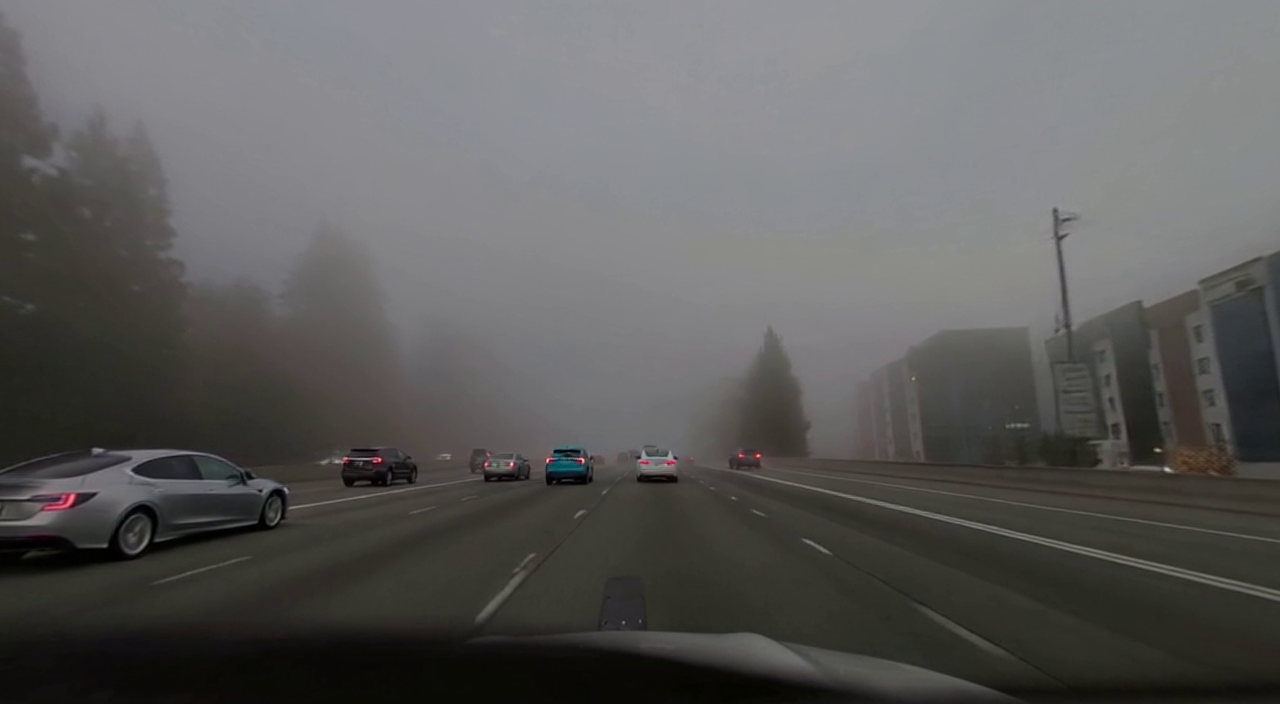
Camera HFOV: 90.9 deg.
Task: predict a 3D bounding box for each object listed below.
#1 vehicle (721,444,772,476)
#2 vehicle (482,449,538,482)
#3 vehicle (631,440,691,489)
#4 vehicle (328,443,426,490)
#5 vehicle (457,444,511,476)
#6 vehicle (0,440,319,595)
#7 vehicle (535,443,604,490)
[{"bbox_3d":[6.306,6.445,37.881,2.071,1.754,4.484,0,-8,-3],"label":"vehicle"},{"bbox_3d":[-6.416,5.624,31.597,1.886,1.455,4.148,0,-8,1],"label":"vehicle"},{"bbox_3d":[0.767,4.266,24.343,2.114,1.715,4.136,0,-8,0],"label":"vehicle"},{"bbox_3d":[-10.366,4.504,25.225,1.947,1.683,4.331,0,-8,1],"label":"vehicle"},{"bbox_3d":[-10.036,6.954,40.968,2.187,1.851,5.085,0,-8,1],"label":"vehicle"},{"bbox_3d":[-6.636,1.948,8.475,2.116,1.473,4.644,0,-8,1],"label":"vehicle"},{"bbox_3d":[-2.623,4.385,24.522,2.102,1.624,4.257,0,-8,1],"label":"vehicle"}]
